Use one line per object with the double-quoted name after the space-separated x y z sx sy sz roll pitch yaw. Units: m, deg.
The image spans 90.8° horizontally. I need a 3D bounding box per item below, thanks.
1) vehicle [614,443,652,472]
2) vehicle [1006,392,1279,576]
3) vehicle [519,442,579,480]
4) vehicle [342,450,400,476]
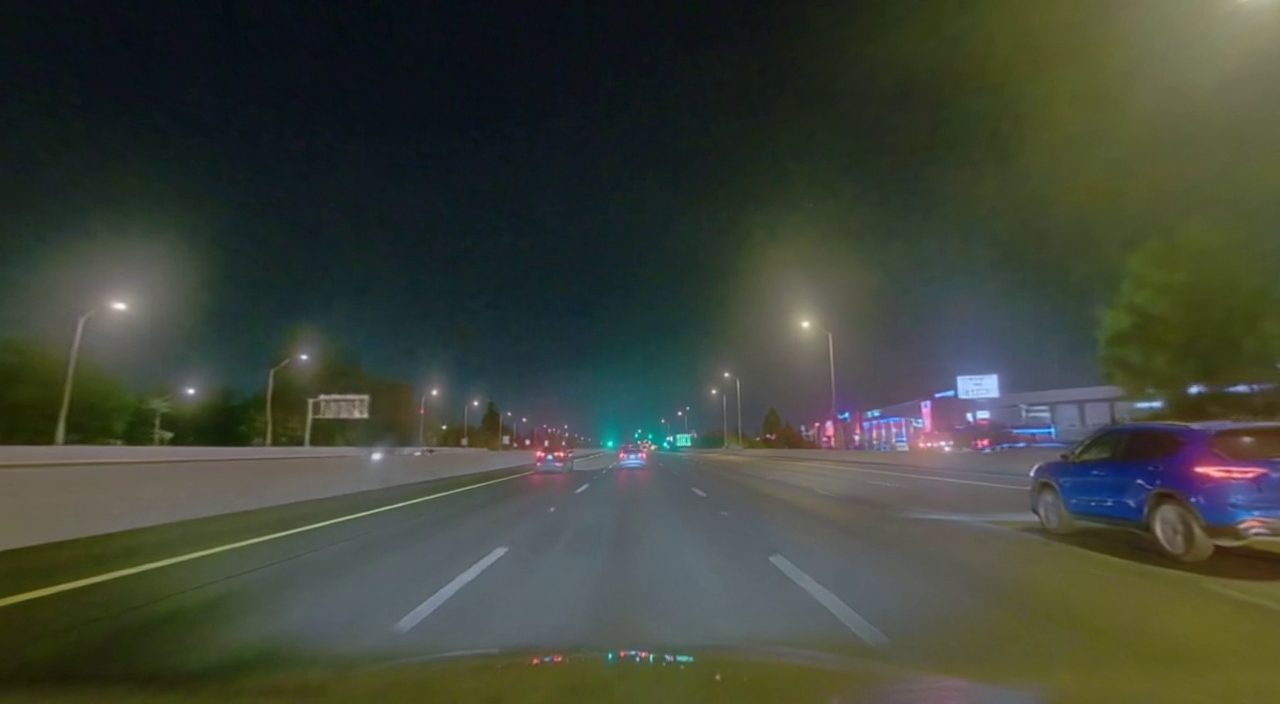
-0.409 5.880 35.309 1.997 1.485 4.094 0 -9 -1 "vehicle"
7.315 1.614 8.353 2.028 1.801 4.741 0 -9 -1 "vehicle"
-3.824 4.664 27.384 1.886 1.465 4.625 0 -9 0 "vehicle"
-16.793 6.942 39.680 1.903 1.526 3.970 0 -9 0 "vehicle"
